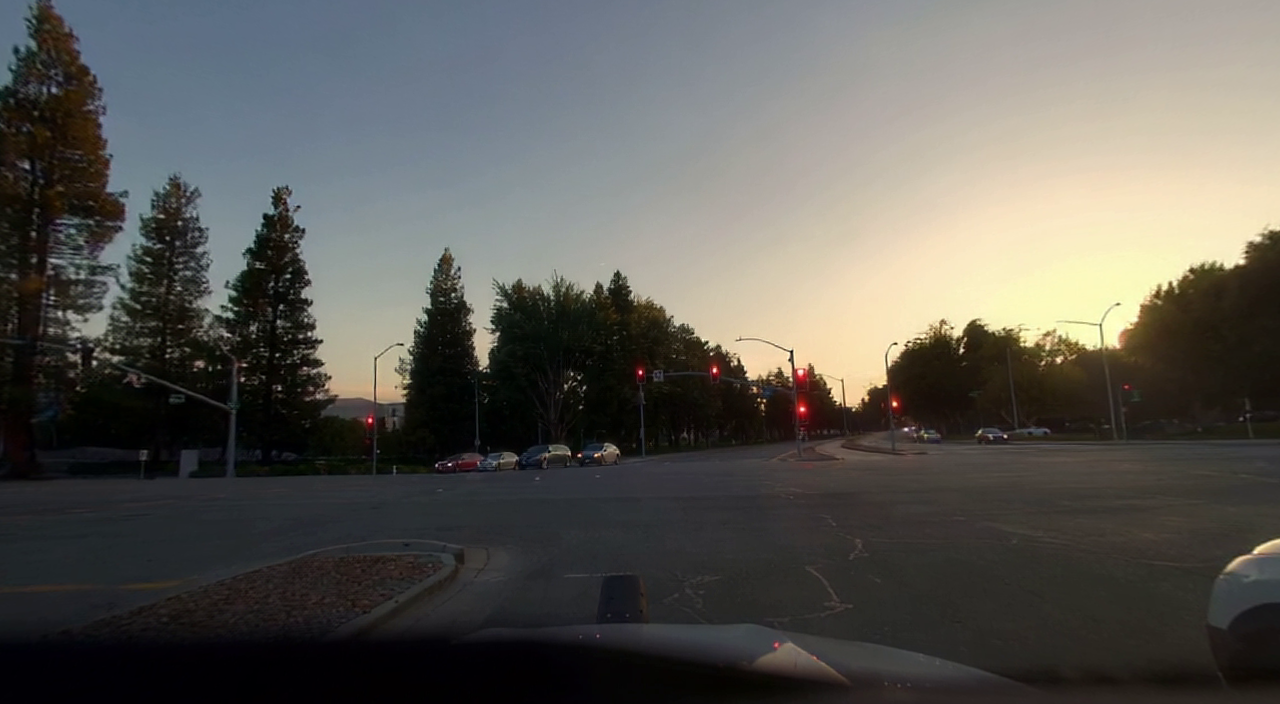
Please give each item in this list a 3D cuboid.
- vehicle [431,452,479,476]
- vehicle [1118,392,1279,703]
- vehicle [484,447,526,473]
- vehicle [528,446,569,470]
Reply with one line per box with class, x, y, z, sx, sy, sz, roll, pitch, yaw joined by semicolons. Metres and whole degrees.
vehicle;-13.405;8.115;45.993;2.101;1.637;4.304;0;-9;1
vehicle;3.059;0.622;0.420;1.978;1.468;4.544;0;-9;1
vehicle;-9.771;7.826;45.919;2.064;1.725;4.243;0;-9;1
vehicle;-6.534;7.609;45.509;2.126;1.657;4.307;-1;-9;3
